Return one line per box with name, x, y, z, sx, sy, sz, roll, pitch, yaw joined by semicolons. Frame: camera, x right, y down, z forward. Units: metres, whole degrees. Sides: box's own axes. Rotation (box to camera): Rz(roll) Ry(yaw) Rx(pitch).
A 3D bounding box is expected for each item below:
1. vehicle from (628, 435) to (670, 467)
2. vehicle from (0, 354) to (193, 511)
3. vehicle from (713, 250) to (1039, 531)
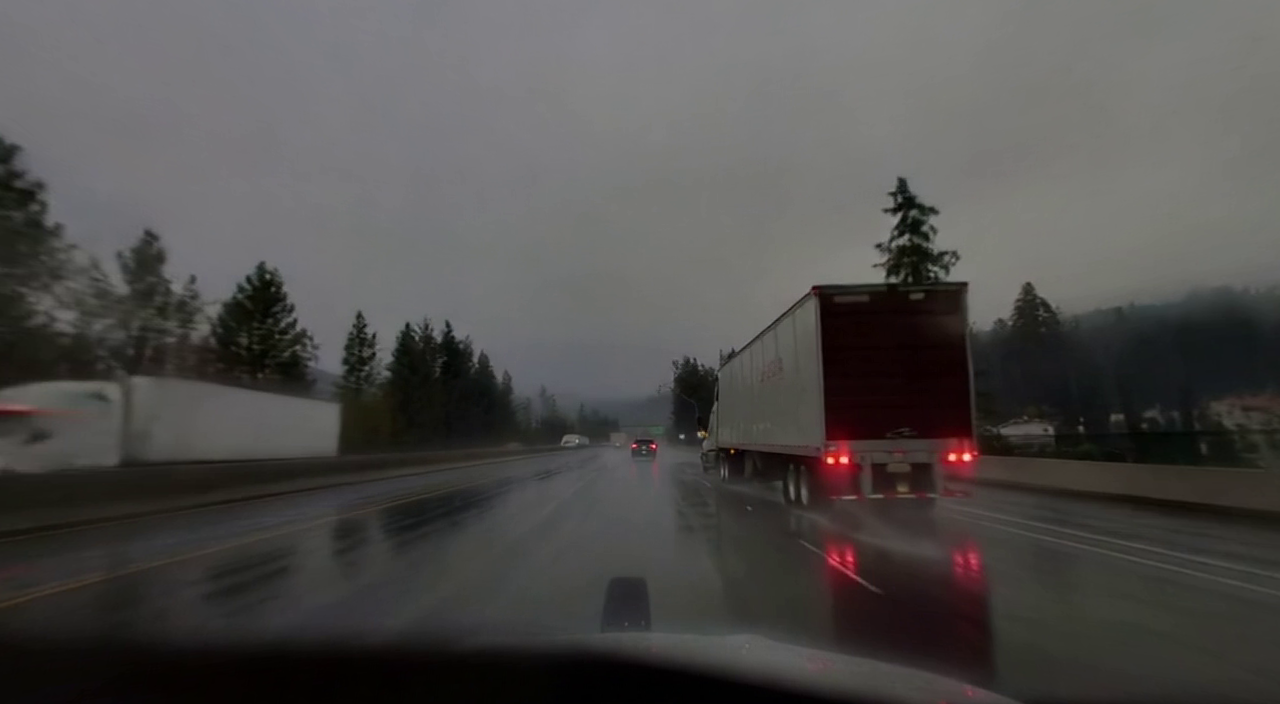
vehicle;0.429;5.434;34.716;2.139;1.607;4.034;0;-8;-1
vehicle;-18.849;2.631;20.398;3.210;4.212;7.175;0;-8;0
vehicle;4.225;1.495;16.321;3.005;4.131;14.221;0;-8;0
